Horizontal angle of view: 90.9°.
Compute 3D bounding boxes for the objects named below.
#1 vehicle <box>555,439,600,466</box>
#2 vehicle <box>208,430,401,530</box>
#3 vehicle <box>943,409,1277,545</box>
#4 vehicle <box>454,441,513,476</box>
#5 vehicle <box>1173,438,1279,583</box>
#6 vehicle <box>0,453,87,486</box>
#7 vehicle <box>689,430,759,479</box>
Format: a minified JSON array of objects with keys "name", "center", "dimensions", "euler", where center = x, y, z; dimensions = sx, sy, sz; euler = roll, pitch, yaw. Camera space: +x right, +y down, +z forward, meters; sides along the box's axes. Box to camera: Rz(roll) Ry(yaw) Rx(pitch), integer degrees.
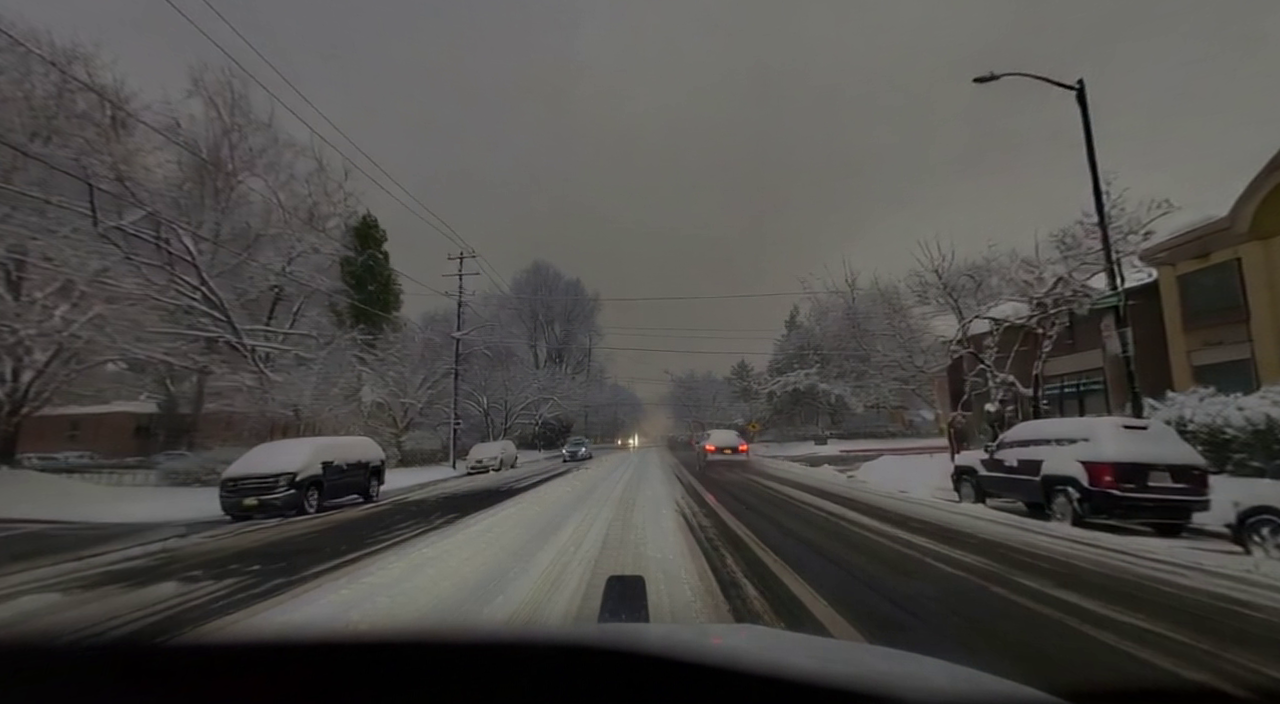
[{"name":"vehicle","center":[-3.707,6.058,38.213],"dimensions":[2.054,1.506,4.325],"euler":[-1,-8,4]},{"name":"vehicle","center":[-8.876,3.331,17.430],"dimensions":[2.419,2.087,5.334],"euler":[-3,-6,0]},{"name":"vehicle","center":[7.990,2.182,11.741],"dimensions":[2.133,1.911,5.455],"euler":[-1,-8,2]},{"name":"vehicle","center":[-8.738,5.968,35.711],"dimensions":[2.228,1.825,4.522],"euler":[0,-8,0]},{"name":"vehicle","center":[7.583,1.495,5.508],"dimensions":[1.862,1.492,4.571],"euler":[0,-8,0]},{"name":"vehicle","center":[-31.855,6.074,32.879],"dimensions":[1.746,1.479,4.603],"euler":[-1,-8,2]},{"name":"vehicle","center":[3.127,3.946,24.509],"dimensions":[2.004,1.704,4.573],"euler":[0,-8,-1]}]
